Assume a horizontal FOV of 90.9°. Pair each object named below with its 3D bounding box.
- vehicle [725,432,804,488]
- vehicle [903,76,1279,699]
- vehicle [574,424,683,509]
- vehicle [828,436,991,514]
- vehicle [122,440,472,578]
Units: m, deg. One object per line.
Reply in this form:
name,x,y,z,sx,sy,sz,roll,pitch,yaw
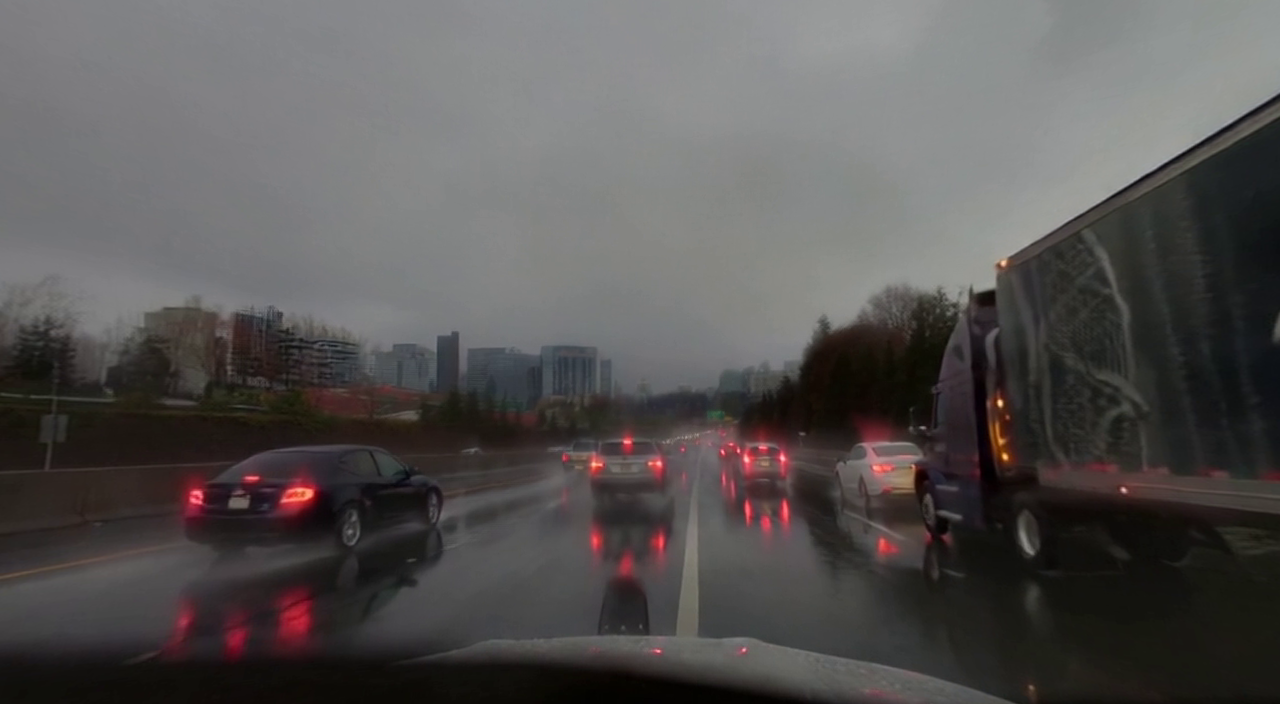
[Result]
vehicle,4.146,3.690,21.824,2.156,1.701,4.494,-1,-8,5
vehicle,4.926,0.323,4.222,2.987,3.212,9.311,-1,-8,5
vehicle,-0.112,2.813,15.966,2.153,1.805,4.631,-1,-8,6
vehicle,5.817,2.678,14.321,2.053,1.473,4.383,-1,-8,4
vehicle,-4.404,2.051,9.331,1.965,1.443,4.968,-2,-8,7
